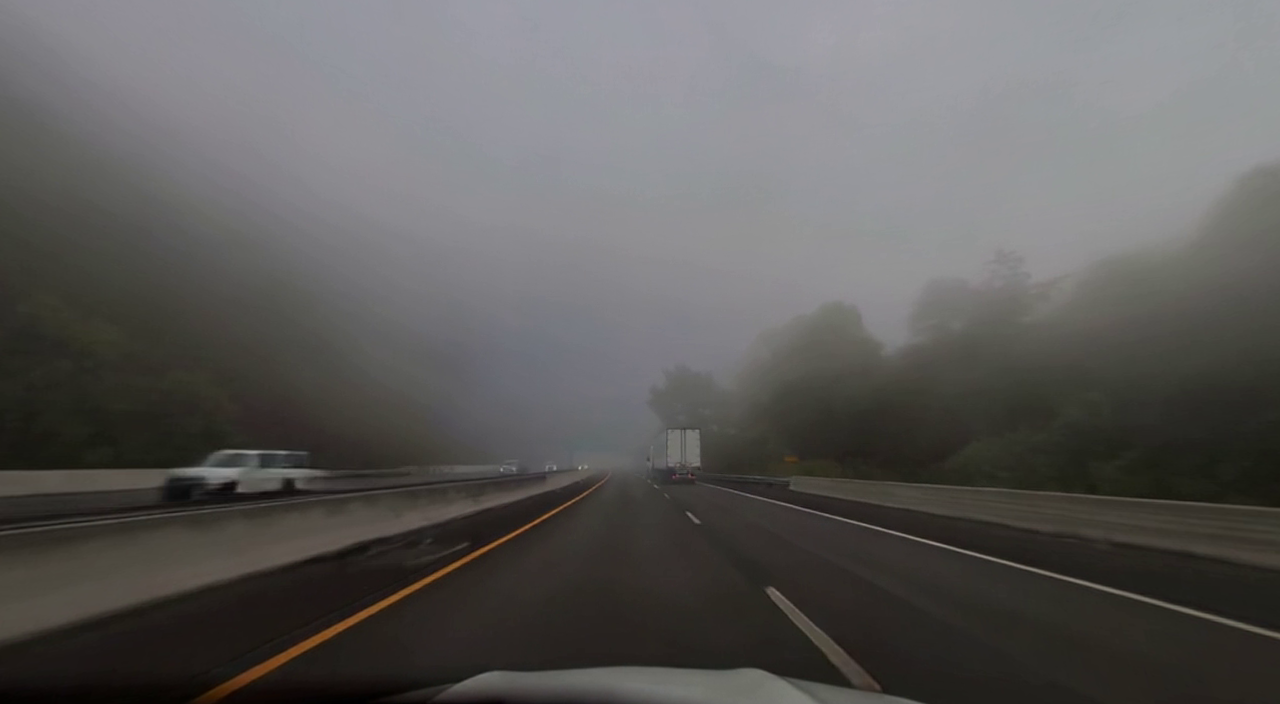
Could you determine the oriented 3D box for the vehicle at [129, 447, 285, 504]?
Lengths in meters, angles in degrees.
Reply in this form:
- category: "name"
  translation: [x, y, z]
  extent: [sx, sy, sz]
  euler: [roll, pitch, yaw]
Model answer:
- category: "vehicle"
  translation: [-13.134, 3.797, 19.492]
  extent: [1.855, 1.486, 4.106]
  euler: [1, -10, 0]
